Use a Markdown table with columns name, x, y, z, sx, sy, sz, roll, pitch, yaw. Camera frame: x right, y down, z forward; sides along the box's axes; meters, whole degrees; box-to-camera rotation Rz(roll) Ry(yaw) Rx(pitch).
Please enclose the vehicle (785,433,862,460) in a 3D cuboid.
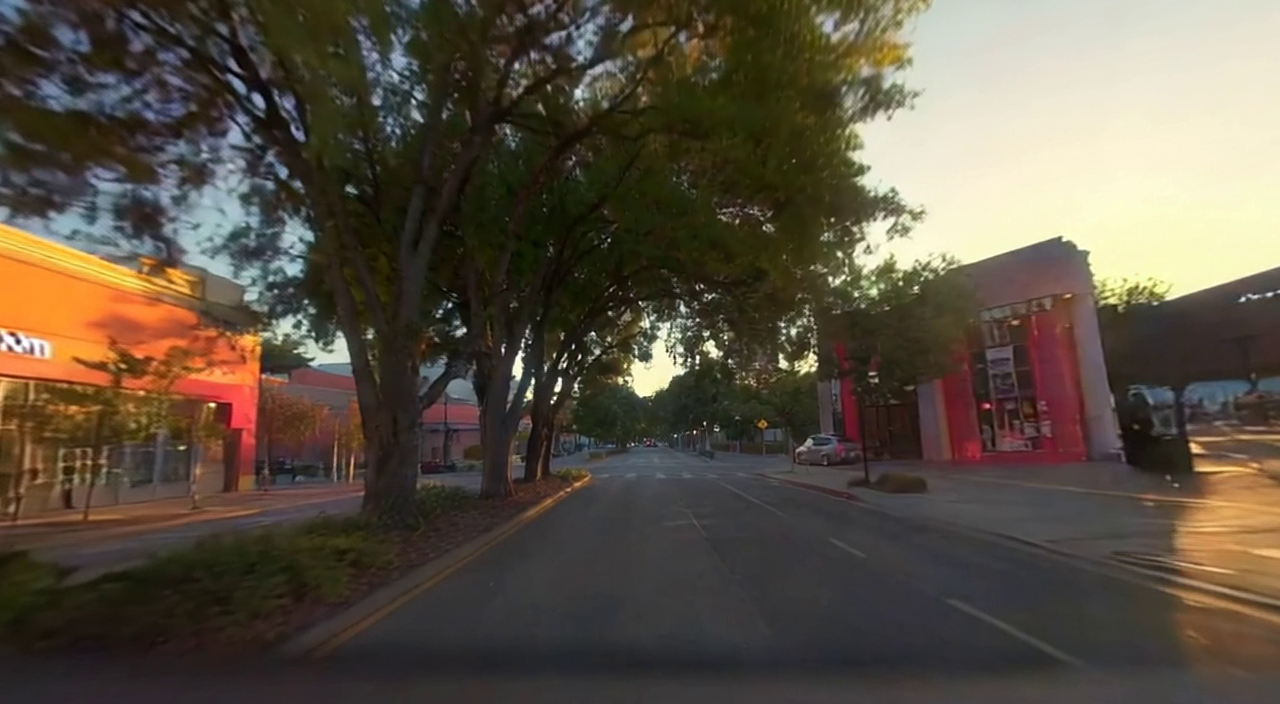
| name | x | y | z | sx | sy | sz | roll | pitch | yaw |
| --- | --- | --- | --- | --- | --- | --- | --- | --- | --- |
| vehicle | 13.837 | 7.183 | 47.782 | 5.129 | 1.882 | 2.117 | -1 | -10 | -2 |
